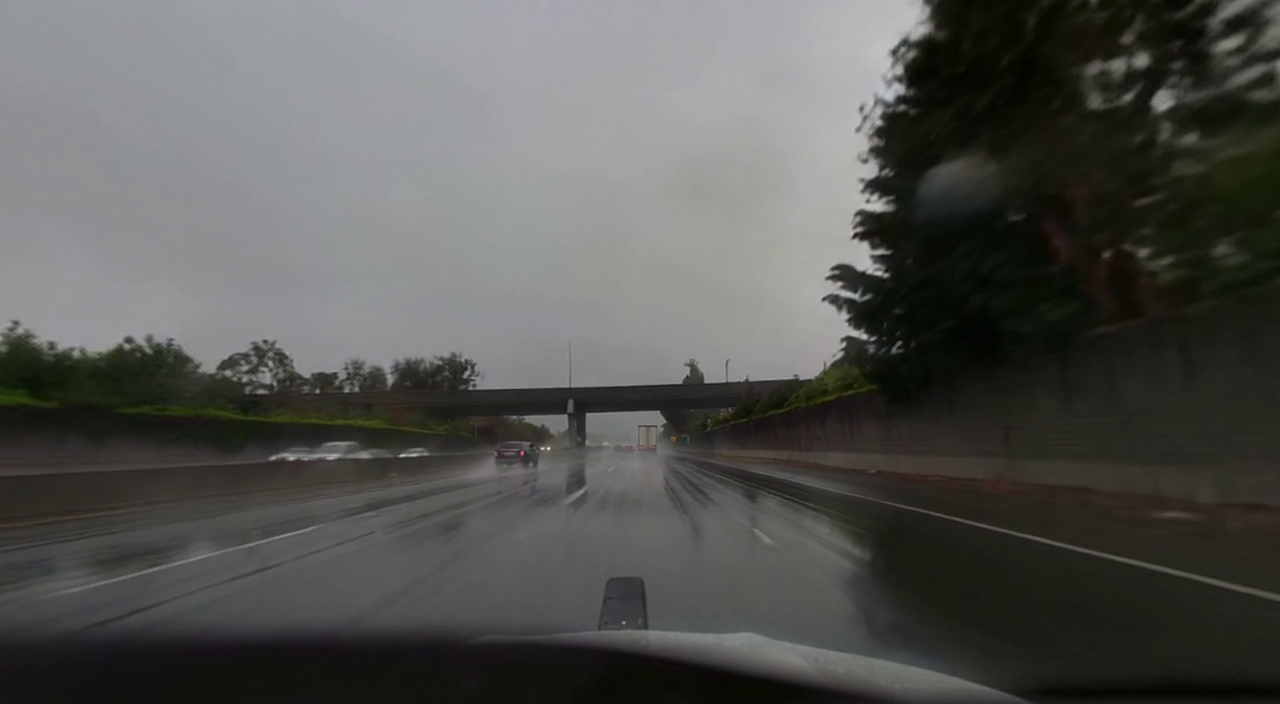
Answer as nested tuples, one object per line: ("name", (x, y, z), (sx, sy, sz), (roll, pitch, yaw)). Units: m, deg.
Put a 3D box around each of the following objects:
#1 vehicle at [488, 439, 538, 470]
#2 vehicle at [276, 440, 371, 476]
("vehicle", (-7.261, 5.880, 36.474), (1.981, 1.685, 4.171), (0, -8, 1))
("vehicle", (-16.657, 5.569, 33.567), (2.127, 1.727, 5.447), (0, -8, 1))
